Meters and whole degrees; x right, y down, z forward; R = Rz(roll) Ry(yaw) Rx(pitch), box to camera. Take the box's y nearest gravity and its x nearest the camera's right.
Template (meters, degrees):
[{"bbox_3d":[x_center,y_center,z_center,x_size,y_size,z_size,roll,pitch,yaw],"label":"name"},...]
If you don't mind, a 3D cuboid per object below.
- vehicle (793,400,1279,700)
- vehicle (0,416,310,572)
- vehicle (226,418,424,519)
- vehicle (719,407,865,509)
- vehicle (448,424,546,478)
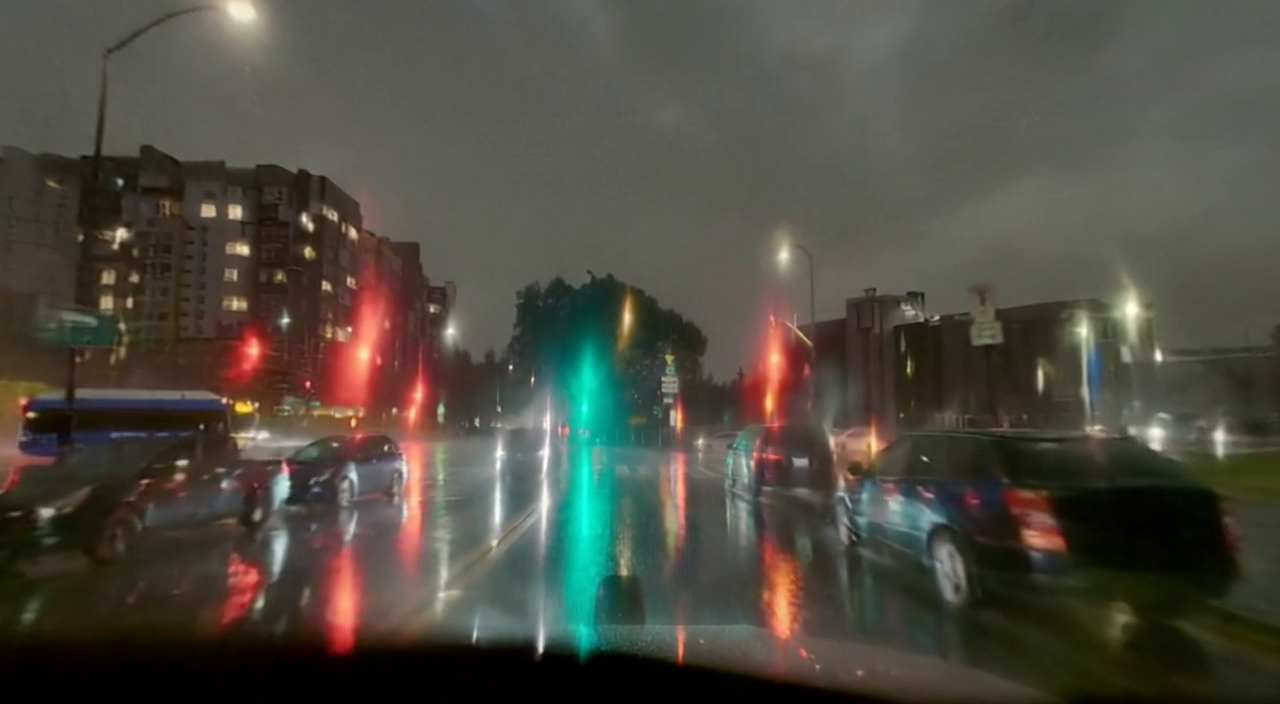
[{"bbox_3d":[3.059,1.332,5.622,2.032,1.474,4.795,0,-8,-2],"label":"vehicle"},{"bbox_3d":[-6.915,1.922,9.294,1.893,1.758,4.019,0,-8,0],"label":"vehicle"},{"bbox_3d":[-6.846,2.557,14.509,2.132,1.801,4.885,-3,-8,-1],"label":"vehicle"},{"bbox_3d":[3.206,2.377,14.512,2.052,1.929,4.747,0,-8,-1],"label":"vehicle"},{"bbox_3d":[-5.476,3.688,23.754,2.148,1.818,4.791,5,-10,-31],"label":"vehicle"}]
